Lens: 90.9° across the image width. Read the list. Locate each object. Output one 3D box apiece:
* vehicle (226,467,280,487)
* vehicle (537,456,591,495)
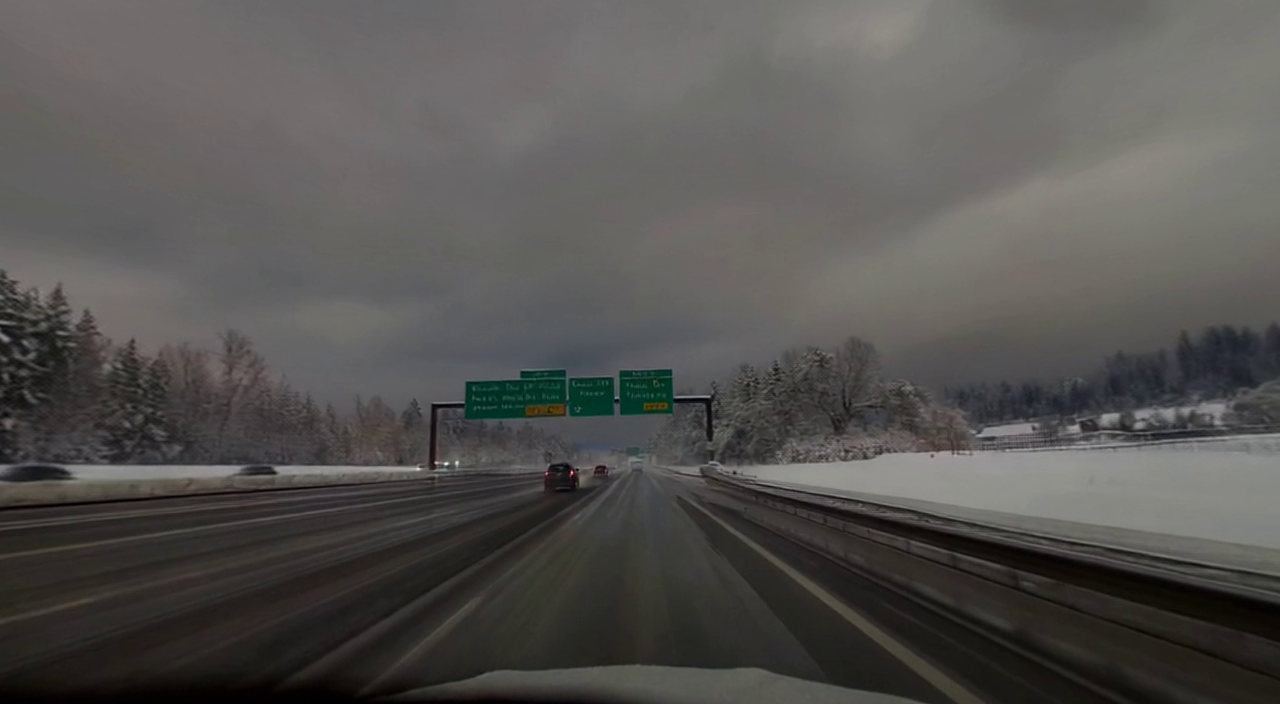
[{"bbox_3d":[-29.069,9.400,47.398,1.706,1.394,3.719,1,-11,-2],"label":"vehicle"},{"bbox_3d":[-3.483,5.756,29.526,2.092,1.642,3.895,1,-11,-1],"label":"vehicle"}]
